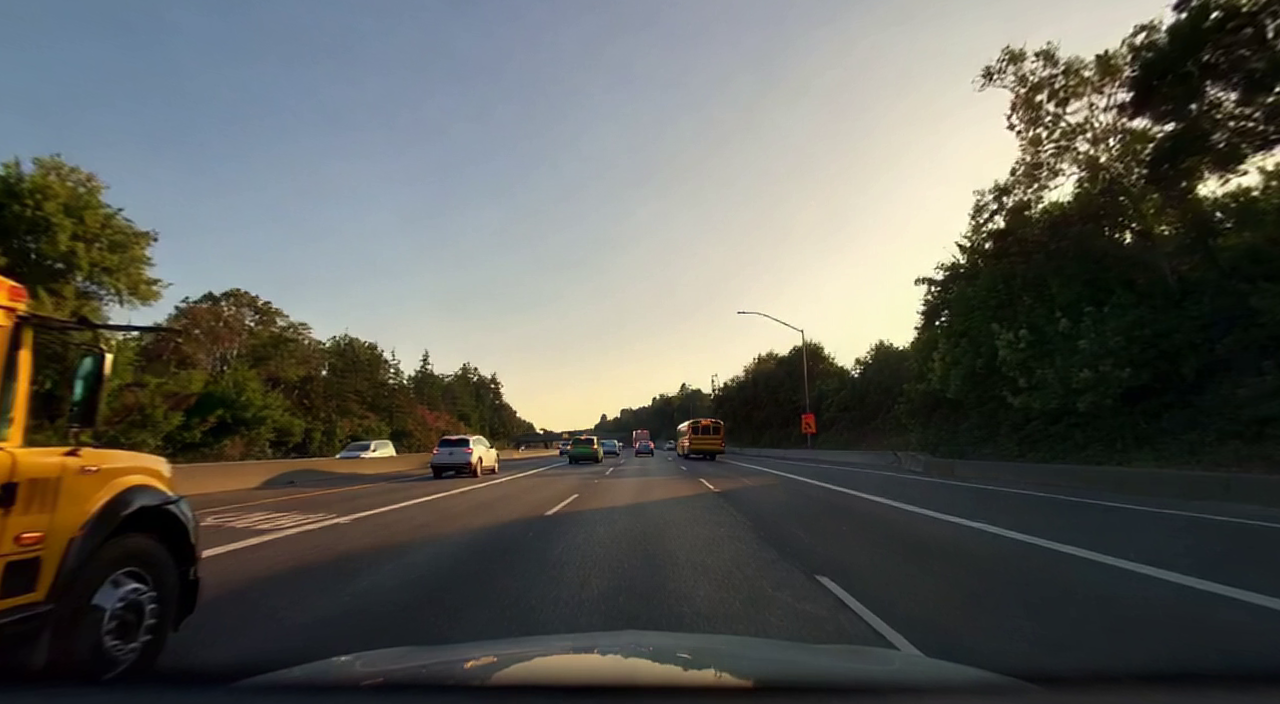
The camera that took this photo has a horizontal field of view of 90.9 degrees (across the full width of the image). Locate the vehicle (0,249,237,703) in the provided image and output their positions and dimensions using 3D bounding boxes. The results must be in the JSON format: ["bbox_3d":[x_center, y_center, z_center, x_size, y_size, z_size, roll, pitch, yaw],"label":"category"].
[{"bbox_3d":[-3.576,0.374,0.621,2.401,1.977,5.888,0,-8,1],"label":"vehicle"}]

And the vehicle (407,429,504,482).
[{"bbox_3d":[-7.108,4.048,24.954,2.217,1.870,5.075,0,-8,1],"label":"vehicle"}]

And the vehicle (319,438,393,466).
[{"bbox_3d":[-18.960,6.726,42.486,2.484,1.728,5.420,0,-8,-1],"label":"vehicle"}]

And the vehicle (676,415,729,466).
[{"bbox_3d":[3.761,5.536,39.321,2.573,2.828,6.754,0,-8,0],"label":"vehicle"}]

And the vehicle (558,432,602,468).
[{"bbox_3d":[-3.351,5.579,36.043,2.016,1.898,4.458,0,-8,1],"label":"vehicle"}]
